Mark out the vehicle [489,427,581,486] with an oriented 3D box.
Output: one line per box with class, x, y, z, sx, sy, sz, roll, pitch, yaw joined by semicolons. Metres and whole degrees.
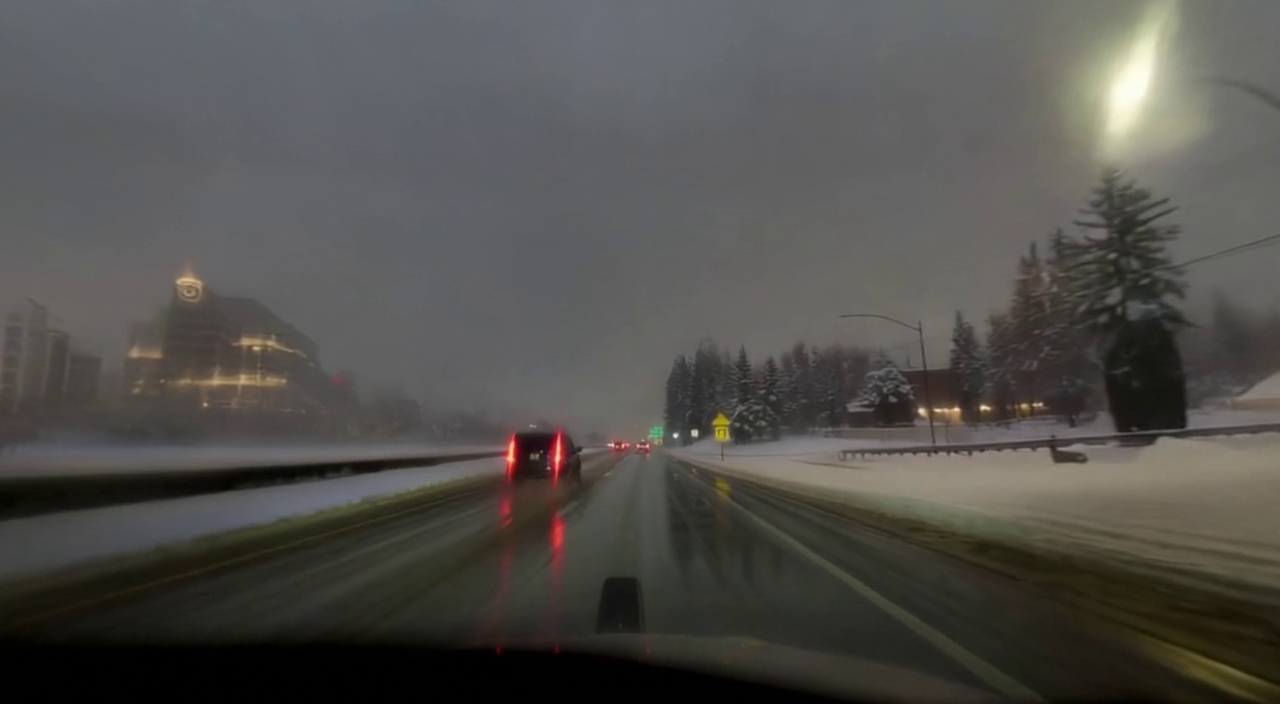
vehicle;-3.343;3.465;21.081;2.203;1.734;4.600;0;-9;1
